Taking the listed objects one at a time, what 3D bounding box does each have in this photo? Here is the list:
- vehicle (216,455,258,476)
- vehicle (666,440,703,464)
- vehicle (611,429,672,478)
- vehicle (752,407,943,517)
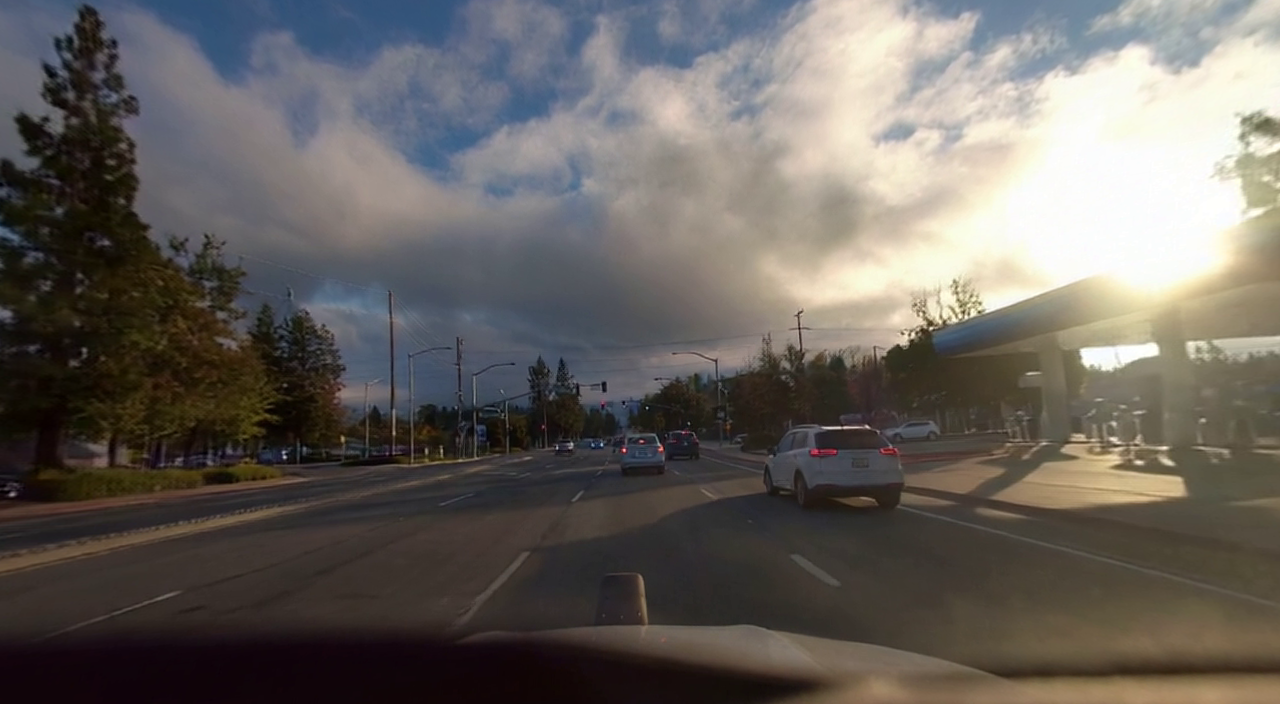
[{"bbox_3d":[-30.785,8.587,48.141,1.948,1.452,4.370,7,-11,-41],"label":"vehicle"},{"bbox_3d":[2.589,5.909,37.603,1.822,1.331,3.583,0,-8,-3],"label":"vehicle"},{"bbox_3d":[-0.009,3.898,24.428,2.164,1.718,3.881,0,-8,-2],"label":"vehicle"},{"bbox_3d":[3.868,2.182,12.975,2.116,1.791,5.006,0,-8,-1],"label":"vehicle"}]
